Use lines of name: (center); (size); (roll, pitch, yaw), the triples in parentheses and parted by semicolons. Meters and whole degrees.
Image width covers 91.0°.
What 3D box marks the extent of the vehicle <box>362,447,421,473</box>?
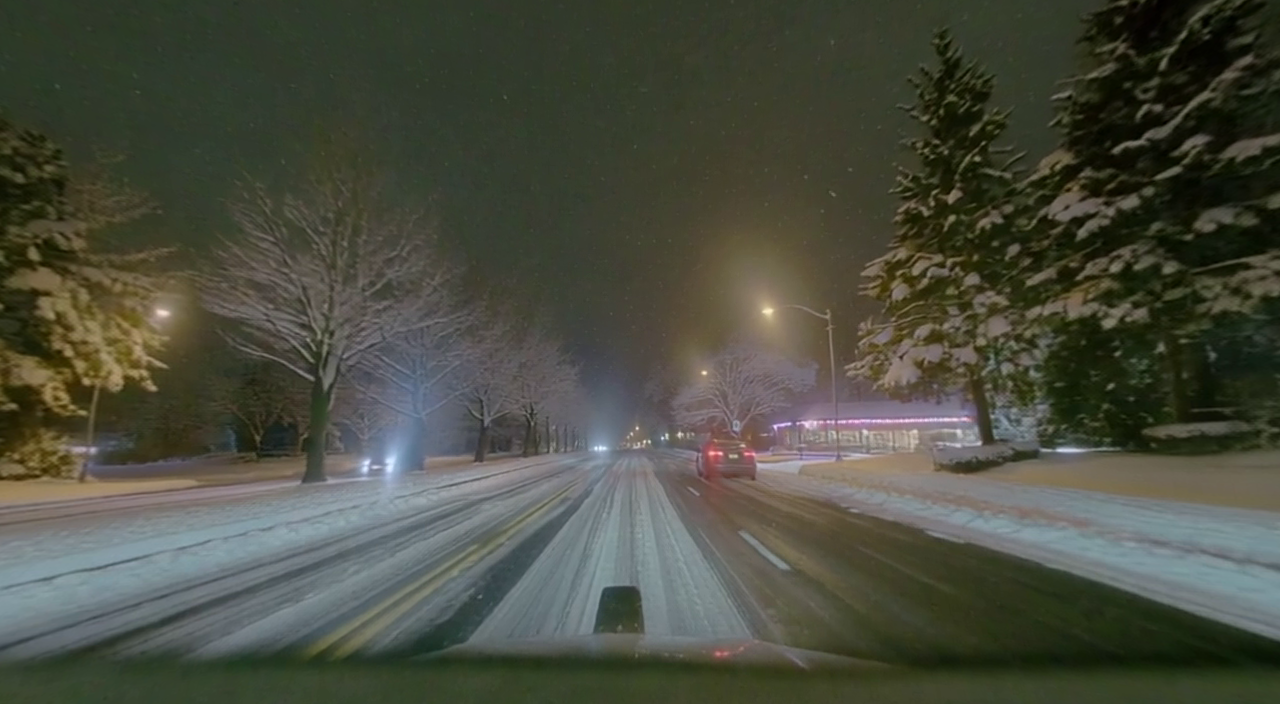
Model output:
vehicle: (-16.367, 7.115, 41.716); (1.934, 1.497, 4.745); (0, -8, 1)

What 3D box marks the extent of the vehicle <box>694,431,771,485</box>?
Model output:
vehicle: (3.261, 3.818, 23.060); (2.083, 1.743, 4.354); (0, -8, -1)
